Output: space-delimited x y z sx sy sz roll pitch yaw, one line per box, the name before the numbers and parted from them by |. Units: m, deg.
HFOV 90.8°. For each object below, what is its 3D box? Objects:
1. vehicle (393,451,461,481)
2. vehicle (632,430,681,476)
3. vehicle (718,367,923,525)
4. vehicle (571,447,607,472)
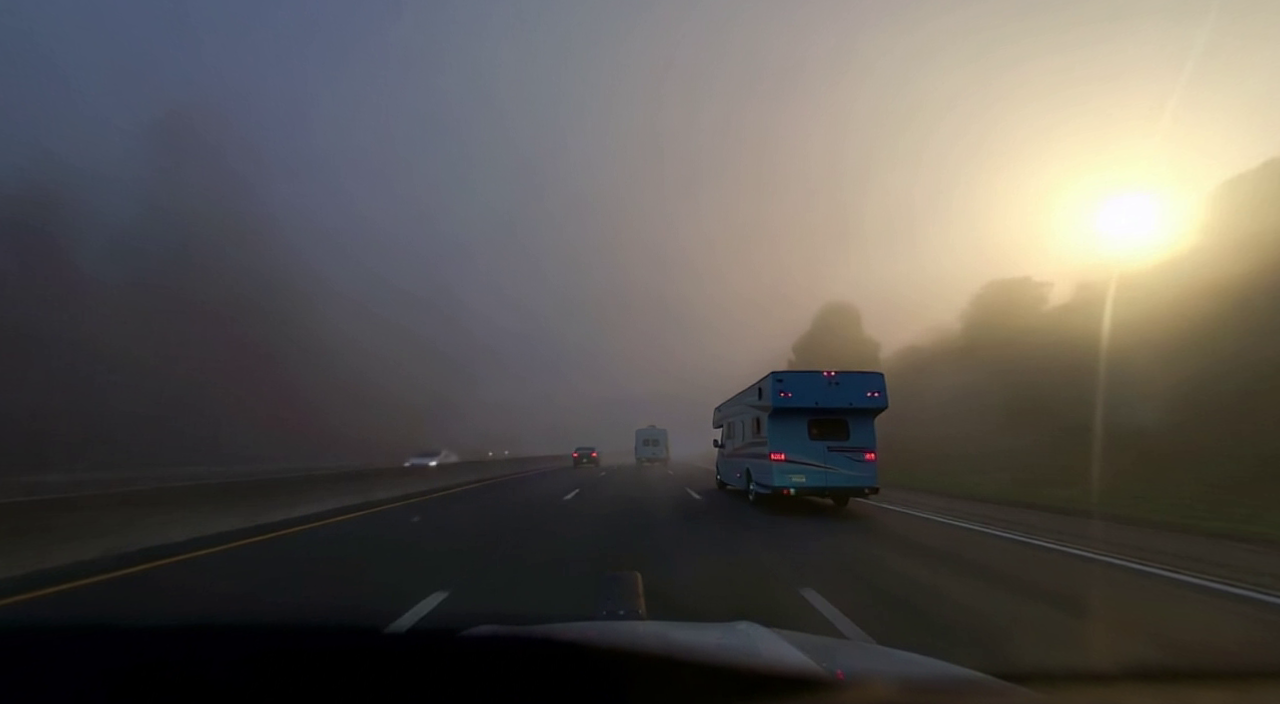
vehicle | -11.129 5.964 33.292 1.935 1.447 4.594 0 -9 1
vehicle | 0.850 5.597 35.103 2.524 2.310 4.986 0 -9 0
vehicle | 3.790 2.270 15.370 2.607 2.910 7.252 0 -9 -2
vehicle | -3.305 7.112 41.975 1.959 1.502 4.559 0 -9 1
